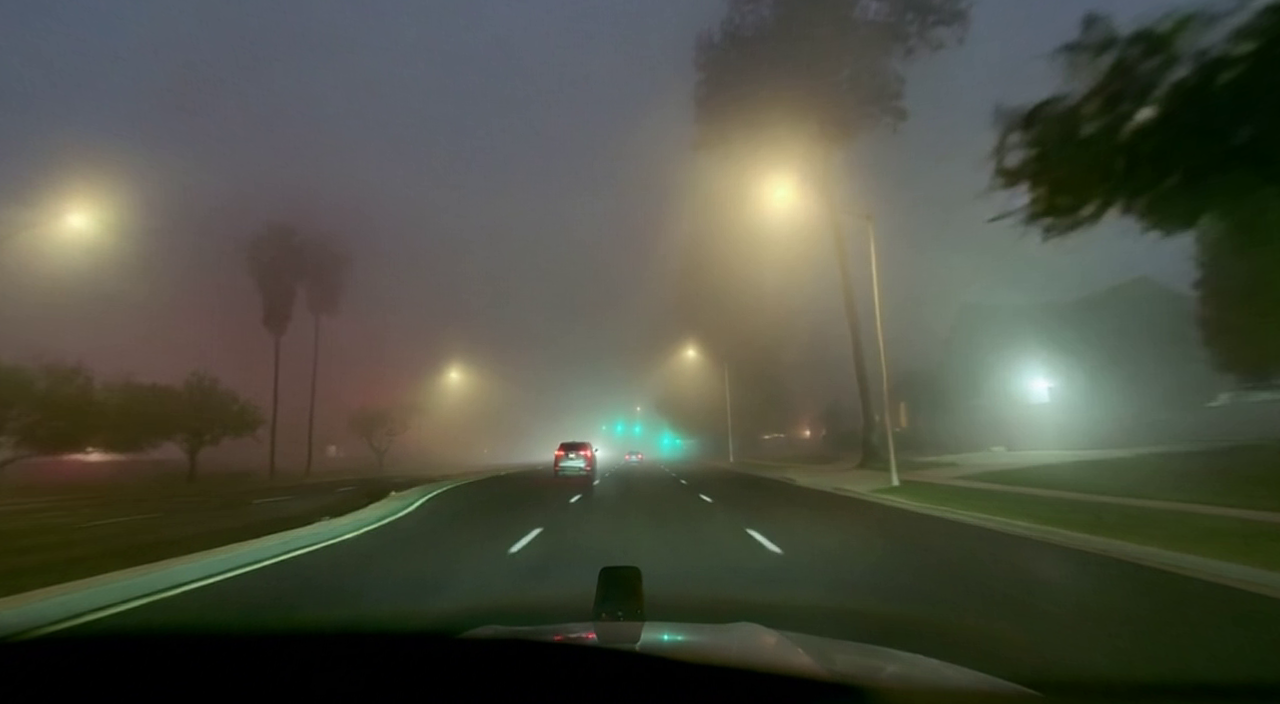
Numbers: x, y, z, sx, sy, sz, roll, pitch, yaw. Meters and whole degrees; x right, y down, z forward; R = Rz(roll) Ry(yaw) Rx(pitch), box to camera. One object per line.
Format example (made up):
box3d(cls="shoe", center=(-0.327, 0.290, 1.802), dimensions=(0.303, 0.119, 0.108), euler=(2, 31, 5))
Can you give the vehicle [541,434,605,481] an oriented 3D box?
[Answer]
box3d(cls="vehicle", center=(-3.006, 4.952, 29.700), dimensions=(2.370, 1.968, 5.698), euler=(0, -9, 1))
